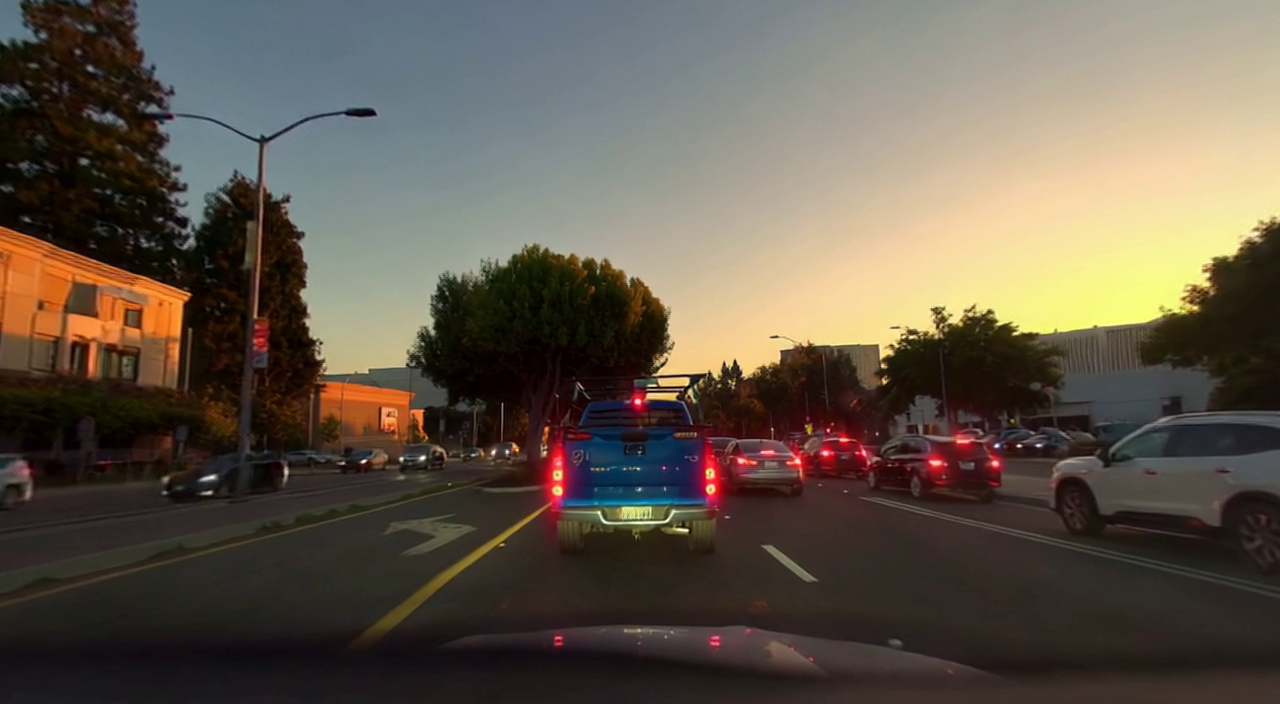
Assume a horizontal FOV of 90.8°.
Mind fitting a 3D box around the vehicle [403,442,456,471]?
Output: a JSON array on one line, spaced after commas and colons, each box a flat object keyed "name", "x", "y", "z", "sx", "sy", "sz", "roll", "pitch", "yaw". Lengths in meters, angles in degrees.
[{"name": "vehicle", "x": -12.107, "y": 6.027, "z": 36.490, "sx": 1.781, "sy": 1.558, "sz": 3.688, "roll": 0, "pitch": -9, "yaw": 0}]

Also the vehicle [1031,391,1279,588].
[{"name": "vehicle", "x": 6.828, "y": 1.442, "z": 7.019, "sx": 2.023, "sy": 1.771, "sz": 4.488, "roll": 0, "pitch": -9, "yaw": -1}]

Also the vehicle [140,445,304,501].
[{"name": "vehicle", "x": -12.269, "y": 3.534, "z": 18.986, "sx": 1.906, "sy": 1.461, "sz": 4.333, "roll": 0, "pitch": -9, "yaw": 1}]

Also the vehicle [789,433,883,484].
[{"name": "vehicle", "x": 7.070, "y": 3.872, "z": 23.278, "sx": 1.953, "sy": 1.665, "sz": 4.327, "roll": 0, "pitch": -9, "yaw": -2}]

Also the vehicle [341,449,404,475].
[{"name": "vehicle", "x": -15.662, "y": 6.444, "z": 37.254, "sx": 1.854, "sy": 1.364, "sz": 4.357, "roll": 0, "pitch": -9, "yaw": 0}]

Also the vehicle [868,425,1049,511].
[{"name": "vehicle", "x": 7.067, "y": 2.613, "z": 14.651, "sx": 1.931, "sy": 1.692, "sz": 4.267, "roll": 0, "pitch": -9, "yaw": 0}]

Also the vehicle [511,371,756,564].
[{"name": "vehicle", "x": -0.115, "y": 1.696, "z": 9.894, "sx": 2.682, "sy": 2.117, "sz": 5.706, "roll": 0, "pitch": -9, "yaw": -1}]
